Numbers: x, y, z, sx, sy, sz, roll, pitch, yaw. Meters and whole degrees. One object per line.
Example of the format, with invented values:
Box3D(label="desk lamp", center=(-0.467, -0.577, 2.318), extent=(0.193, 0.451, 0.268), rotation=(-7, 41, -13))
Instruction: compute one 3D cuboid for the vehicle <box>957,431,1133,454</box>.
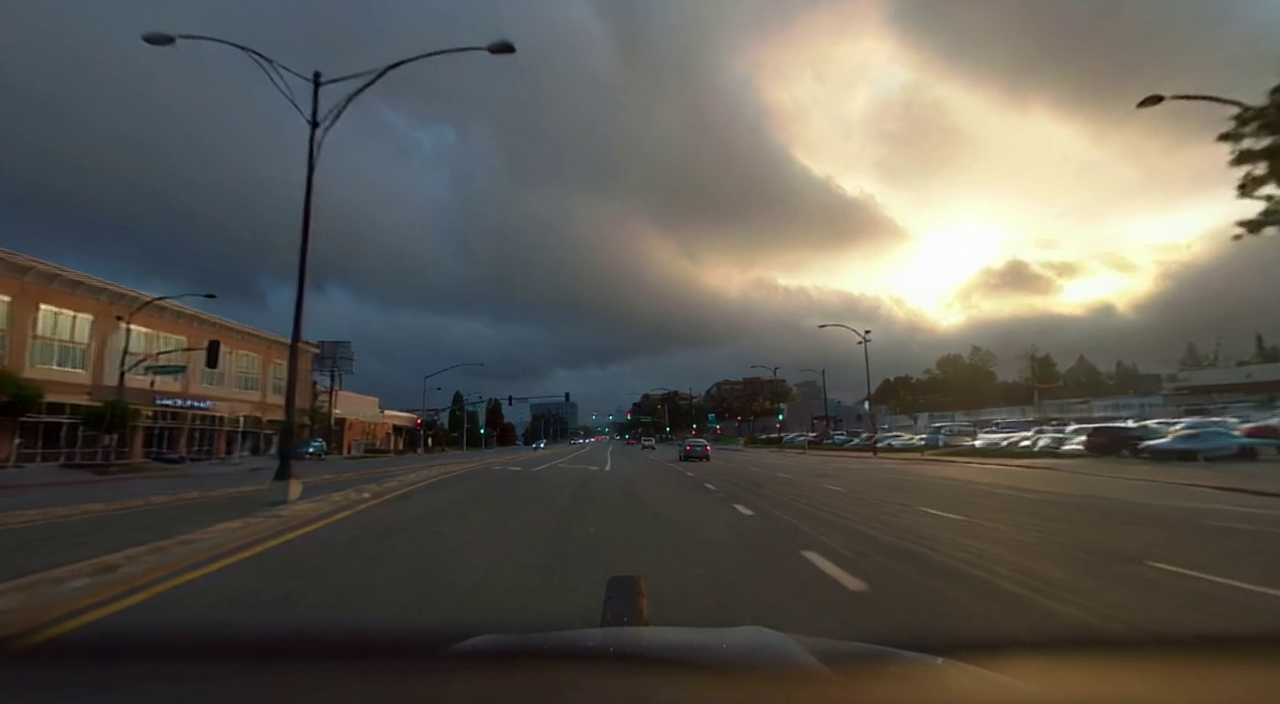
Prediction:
Box3D(label="vehicle", center=(25.562, 5.861, 40.838), extent=(2.870, 1.165, 10.713), rotation=(-1, -8, -12))

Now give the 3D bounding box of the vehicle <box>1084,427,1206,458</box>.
Box3D(label="vehicle", center=(26.181, 4.704, 32.754), extent=(4.726, 1.515, 1.914), rotation=(0, -8, -2))

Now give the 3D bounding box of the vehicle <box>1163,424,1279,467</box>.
Box3D(label="vehicle", center=(25.911, 4.060, 27.567), extent=(4.544, 1.474, 1.772), rotation=(-3, -7, -5))

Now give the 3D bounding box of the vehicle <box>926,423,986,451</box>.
Box3D(label="vehicle", center=(24.692, 6.687, 49.544), extent=(2.340, 2.048, 6.148), rotation=(-1, -8, 8))

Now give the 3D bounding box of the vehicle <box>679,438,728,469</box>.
Box3D(label="vehicle", center=(3.314, 5.408, 33.831), extent=(2.038, 1.528, 4.259), rotation=(0, -8, -2))
